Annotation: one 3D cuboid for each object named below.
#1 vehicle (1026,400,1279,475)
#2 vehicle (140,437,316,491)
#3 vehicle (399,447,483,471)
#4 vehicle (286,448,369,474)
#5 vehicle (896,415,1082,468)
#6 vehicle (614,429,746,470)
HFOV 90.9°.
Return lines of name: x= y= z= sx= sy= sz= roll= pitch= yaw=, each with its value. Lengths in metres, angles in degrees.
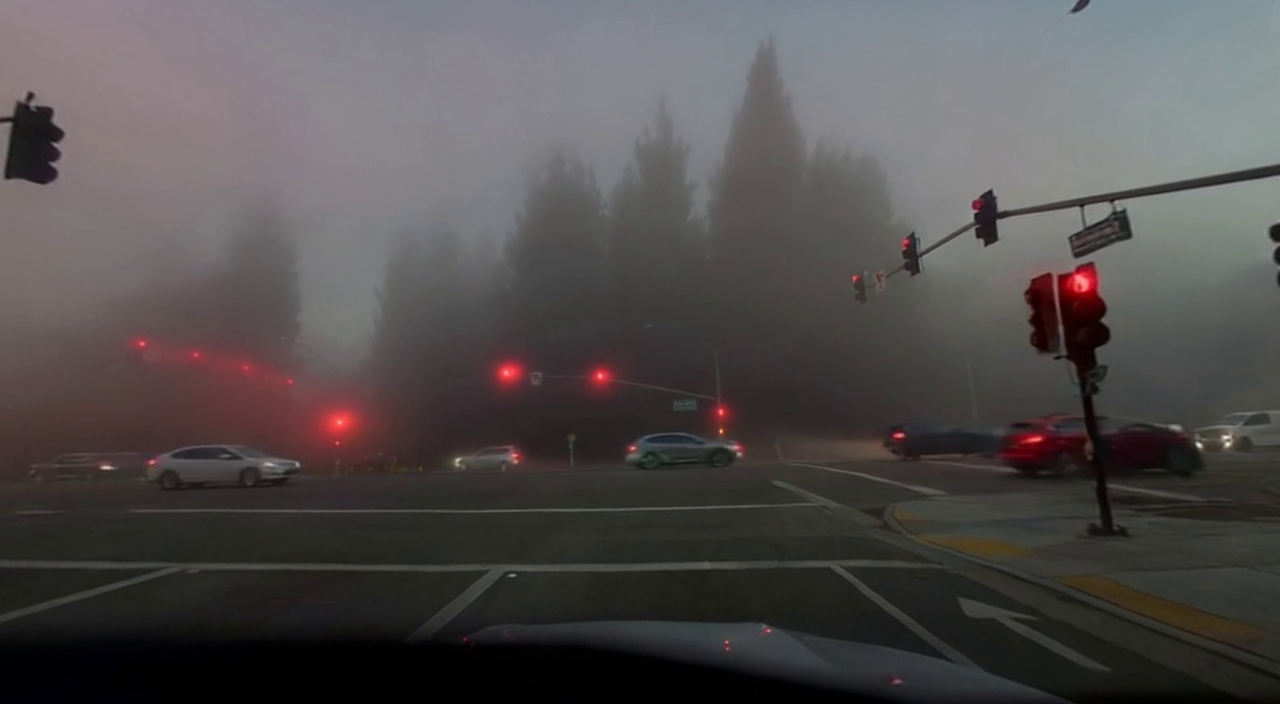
vehicle: x=12.529 y=2.098 z=15.335 sx=4.865 sy=1.663 sz=1.962 roll=-1 pitch=-9 yaw=6
vehicle: x=-14.155 y=3.870 z=21.868 sx=4.673 sy=1.740 sz=2.150 roll=-1 pitch=-9 yaw=5
vehicle: x=-12.774 y=6.879 z=40.622 sx=4.785 sy=1.472 sz=1.799 roll=-1 pitch=-9 yaw=5
vehicle: x=-22.370 y=7.802 z=45.206 sx=4.939 sy=1.770 sz=2.001 roll=-1 pitch=-9 yaw=5
vehicle: x=10.529 y=2.757 z=19.339 sx=4.494 sy=1.491 sz=1.906 roll=-1 pitch=-9 yaw=6
vehicle: x=1.525 y=3.709 z=23.979 sx=4.793 sy=1.473 sz=1.878 roll=-1 pitch=-9 yaw=6
